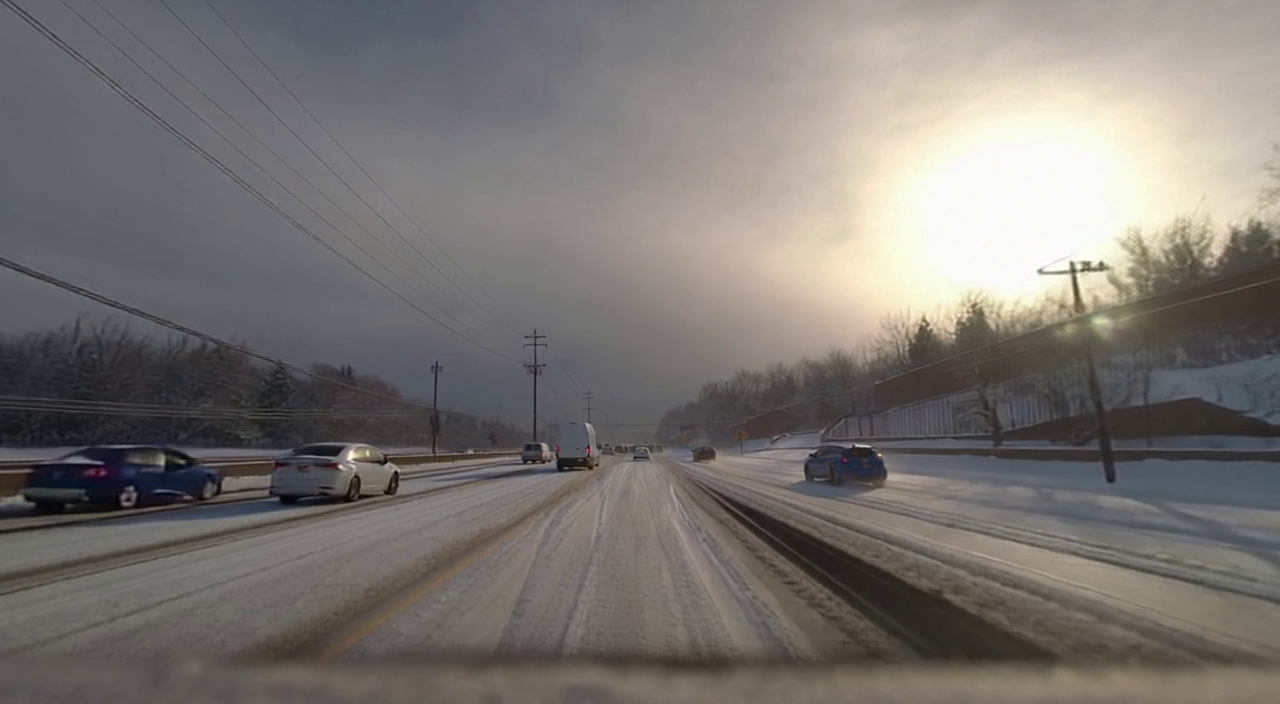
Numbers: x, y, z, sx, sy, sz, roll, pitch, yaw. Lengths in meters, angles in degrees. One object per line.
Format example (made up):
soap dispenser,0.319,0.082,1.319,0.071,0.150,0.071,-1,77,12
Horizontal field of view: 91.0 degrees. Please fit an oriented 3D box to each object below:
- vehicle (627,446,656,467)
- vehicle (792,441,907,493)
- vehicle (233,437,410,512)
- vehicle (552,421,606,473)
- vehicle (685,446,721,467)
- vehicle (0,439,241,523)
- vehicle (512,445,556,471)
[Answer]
vehicle,0.083,7.784,47.192,2.084,1.492,4.137,0,-9,-1
vehicle,6.502,3.604,20.103,2.052,1.470,4.364,0,-9,-2
vehicle,-7.429,2.887,15.339,1.967,1.525,4.458,0,-9,0
vehicle,-3.313,5.388,35.605,2.395,2.660,5.827,0,-9,1
vehicle,4.605,7.716,46.677,2.095,1.504,4.536,0,-9,-1
vehicle,-11.109,2.688,13.689,2.009,1.513,4.304,0,-9,0
vehicle,-6.635,6.668,39.821,1.944,1.490,4.442,0,-9,1
